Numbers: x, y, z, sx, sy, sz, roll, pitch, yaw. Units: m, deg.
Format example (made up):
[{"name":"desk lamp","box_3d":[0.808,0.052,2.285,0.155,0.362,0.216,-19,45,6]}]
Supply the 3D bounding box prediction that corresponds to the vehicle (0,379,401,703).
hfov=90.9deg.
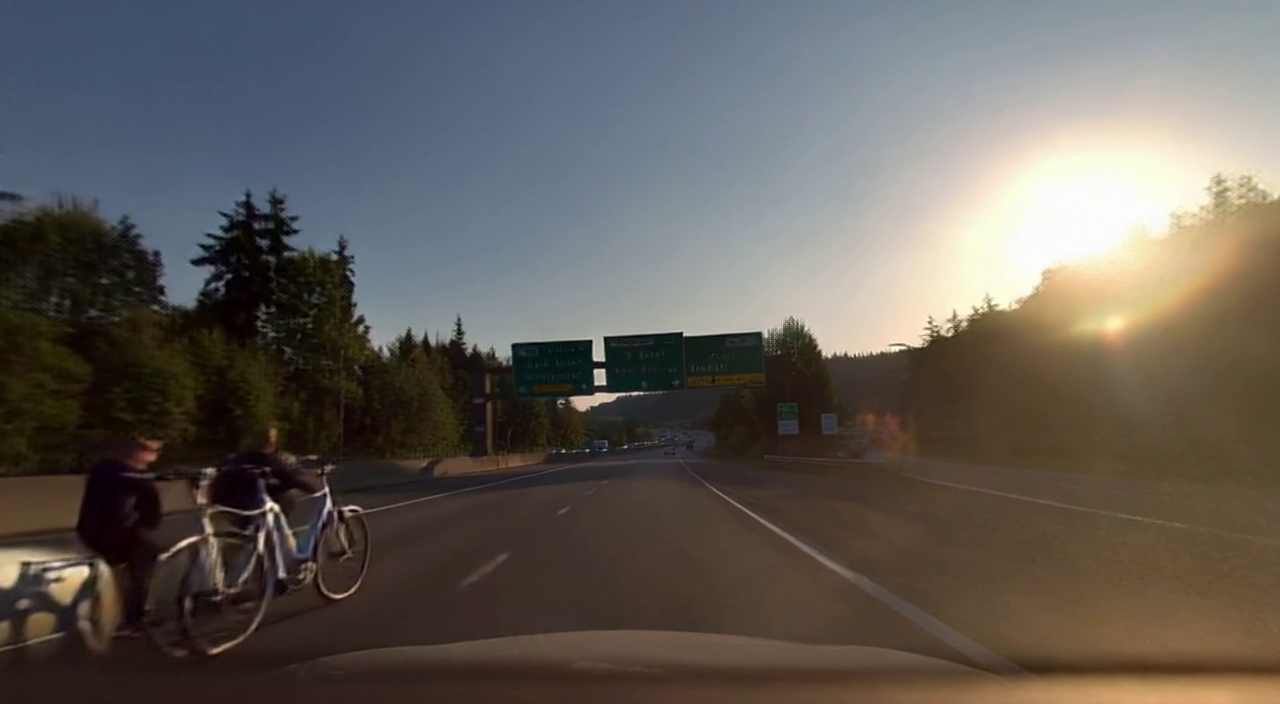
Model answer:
[{"name":"vehicle","box_3d":[-3.469,1.161,4.100,2.108,1.557,4.344,0,-9,0]}]
